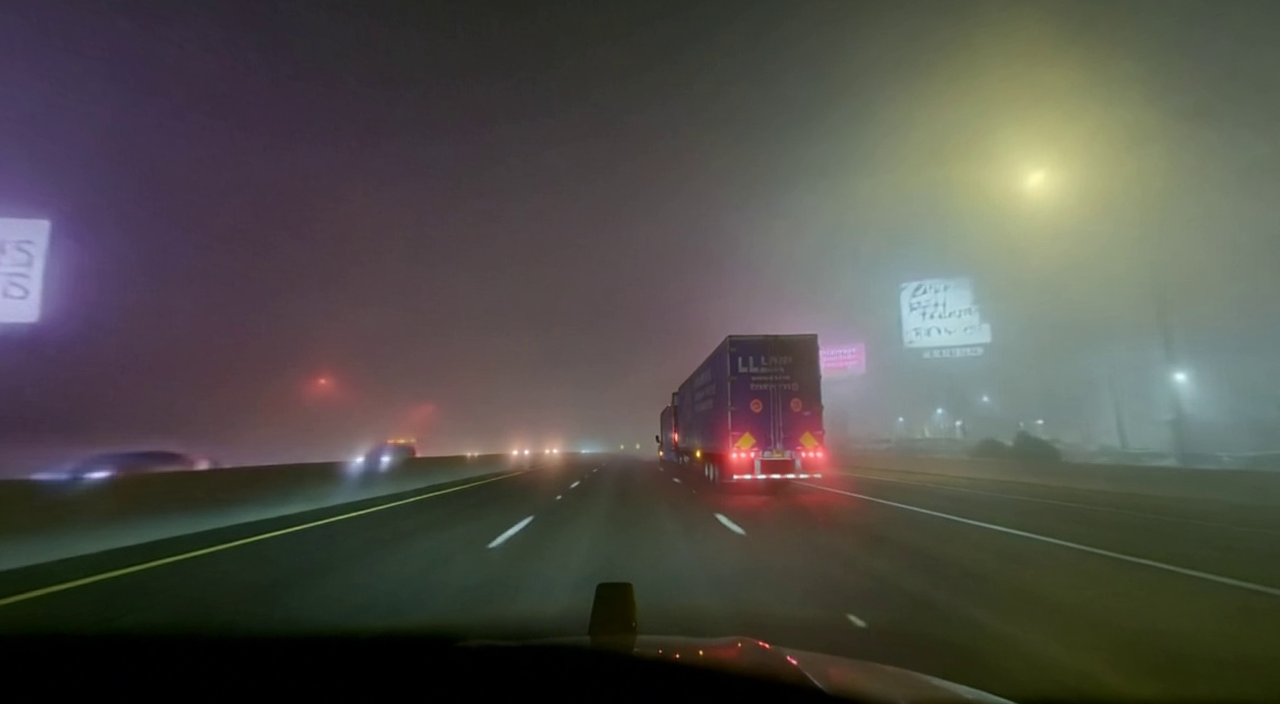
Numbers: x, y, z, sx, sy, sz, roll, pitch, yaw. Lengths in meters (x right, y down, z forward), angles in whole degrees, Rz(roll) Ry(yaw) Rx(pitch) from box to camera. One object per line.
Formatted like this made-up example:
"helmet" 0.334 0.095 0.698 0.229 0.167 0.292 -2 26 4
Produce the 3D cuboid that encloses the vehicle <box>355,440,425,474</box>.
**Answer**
"vehicle" -11.644 4.908 29.667 1.757 1.451 3.658 0 -9 0

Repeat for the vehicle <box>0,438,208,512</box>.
"vehicle" -11.355 2.586 13.693 1.620 1.372 3.339 0 -9 -1

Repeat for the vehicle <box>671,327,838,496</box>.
"vehicle" 3.379 2.789 24.961 2.891 4.387 17.121 0 -9 -2
